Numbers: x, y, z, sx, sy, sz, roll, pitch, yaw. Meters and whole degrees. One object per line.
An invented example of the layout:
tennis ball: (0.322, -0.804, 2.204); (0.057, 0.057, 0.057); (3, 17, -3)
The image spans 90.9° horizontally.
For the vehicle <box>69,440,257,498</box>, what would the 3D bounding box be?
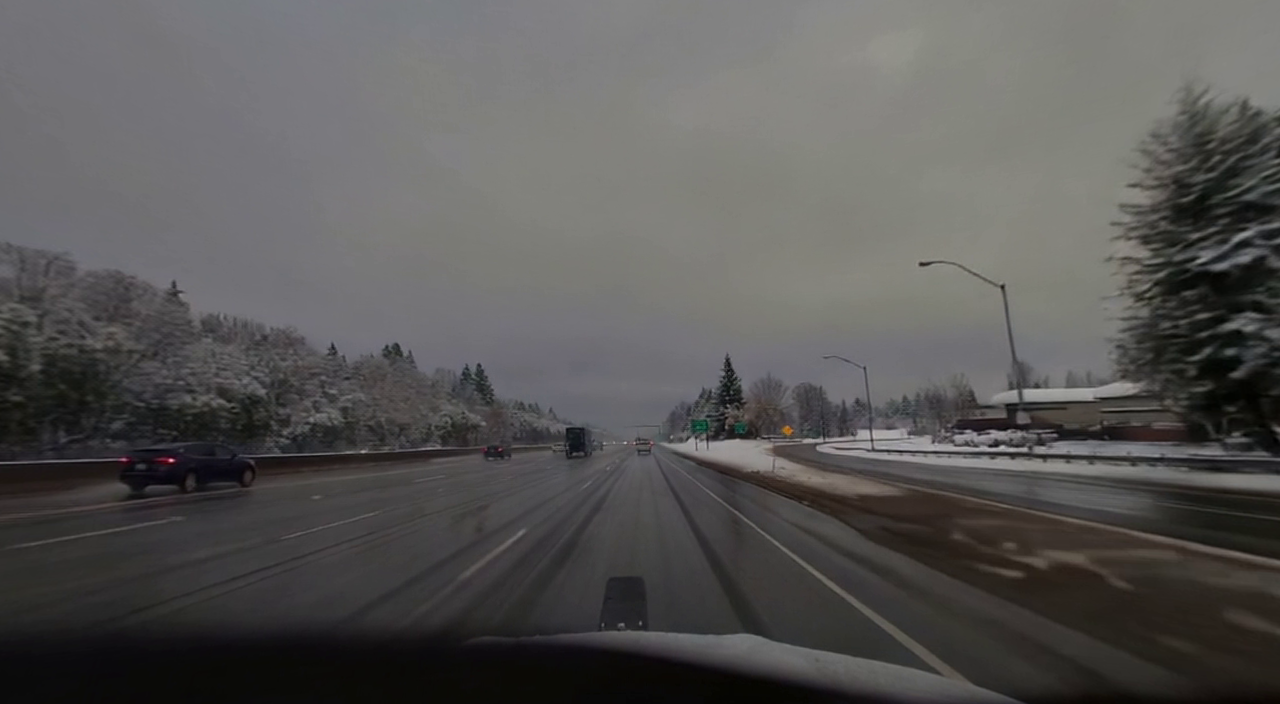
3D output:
vehicle: (-13.670, 3.344, 18.509); (1.988, 1.477, 4.442); (0, -8, 1)
